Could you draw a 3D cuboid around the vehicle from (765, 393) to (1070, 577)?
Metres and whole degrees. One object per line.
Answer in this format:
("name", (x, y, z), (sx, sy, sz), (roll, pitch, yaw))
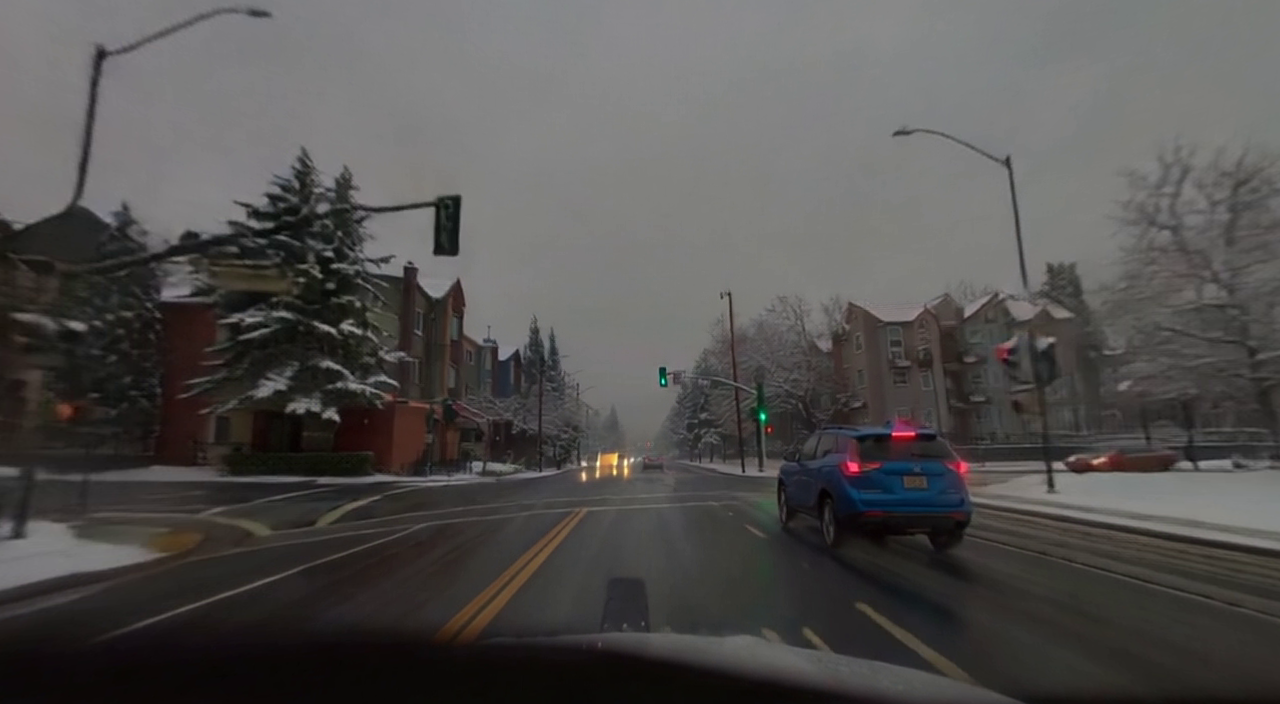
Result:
("vehicle", (3.313, 1.722, 8.930), (2.130, 1.863, 4.844), (0, -9, 1))

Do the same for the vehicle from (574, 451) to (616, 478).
("vehicle", (-2.683, 6.787, 38.374), (2.170, 1.513, 4.270), (0, -9, 1))

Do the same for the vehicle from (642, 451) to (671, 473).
("vehicle", (1.185, 8.097, 46.497), (2.097, 1.463, 4.043), (0, -8, 1))
